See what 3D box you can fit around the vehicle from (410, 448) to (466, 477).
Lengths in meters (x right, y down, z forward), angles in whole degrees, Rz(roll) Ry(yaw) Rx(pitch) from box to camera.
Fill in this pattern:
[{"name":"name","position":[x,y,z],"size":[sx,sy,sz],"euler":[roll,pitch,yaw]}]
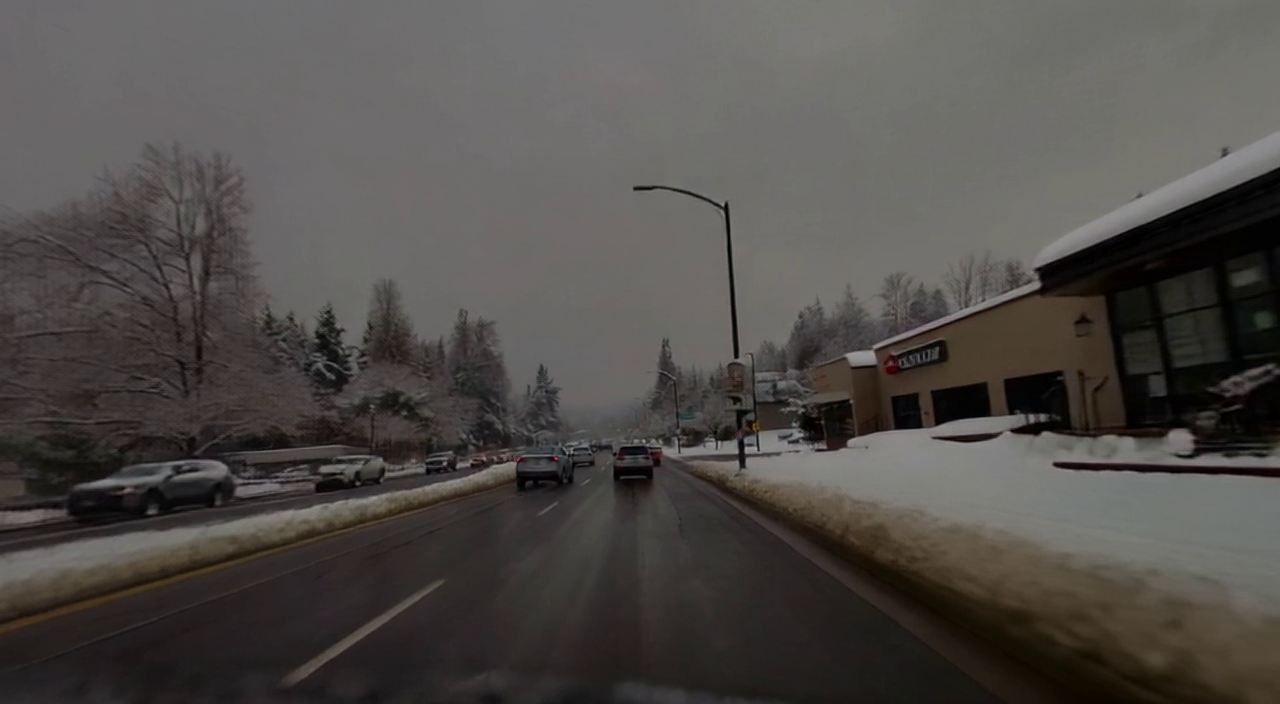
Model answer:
[{"name":"vehicle","position":[-13.029,7.136,41.087],"size":[1.999,1.755,4.518],"euler":[-1,-8,3]}]

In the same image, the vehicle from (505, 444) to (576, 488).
[{"name":"vehicle","position":[-3.567,4.136,23.312],"size":[1.921,1.477,4.083],"euler":[0,-8,0]}]

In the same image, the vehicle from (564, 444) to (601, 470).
[{"name":"vehicle","position":[-3.539,6.517,39.508],"size":[1.887,1.517,4.254],"euler":[0,-8,1]}]

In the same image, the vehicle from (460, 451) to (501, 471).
[{"name":"vehicle","position":[-12.489,8.559,49.793],"size":[1.909,1.462,4.608],"euler":[-1,-8,2]}]

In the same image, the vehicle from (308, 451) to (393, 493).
[{"name":"vehicle","position":[-13.431,5.539,29.602],"size":[1.936,1.656,4.284],"euler":[-3,-8,1]}]

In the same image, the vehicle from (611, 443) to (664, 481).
[{"name":"vehicle","position":[-0.198,4.653,27.074],"size":[2.085,1.475,3.976],"euler":[0,-8,-2]}]

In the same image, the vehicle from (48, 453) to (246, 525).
[{"name":"vehicle","position":[-14.452,3.990,18.994],"size":[2.050,1.786,4.633],"euler":[-1,-8,3]}]
